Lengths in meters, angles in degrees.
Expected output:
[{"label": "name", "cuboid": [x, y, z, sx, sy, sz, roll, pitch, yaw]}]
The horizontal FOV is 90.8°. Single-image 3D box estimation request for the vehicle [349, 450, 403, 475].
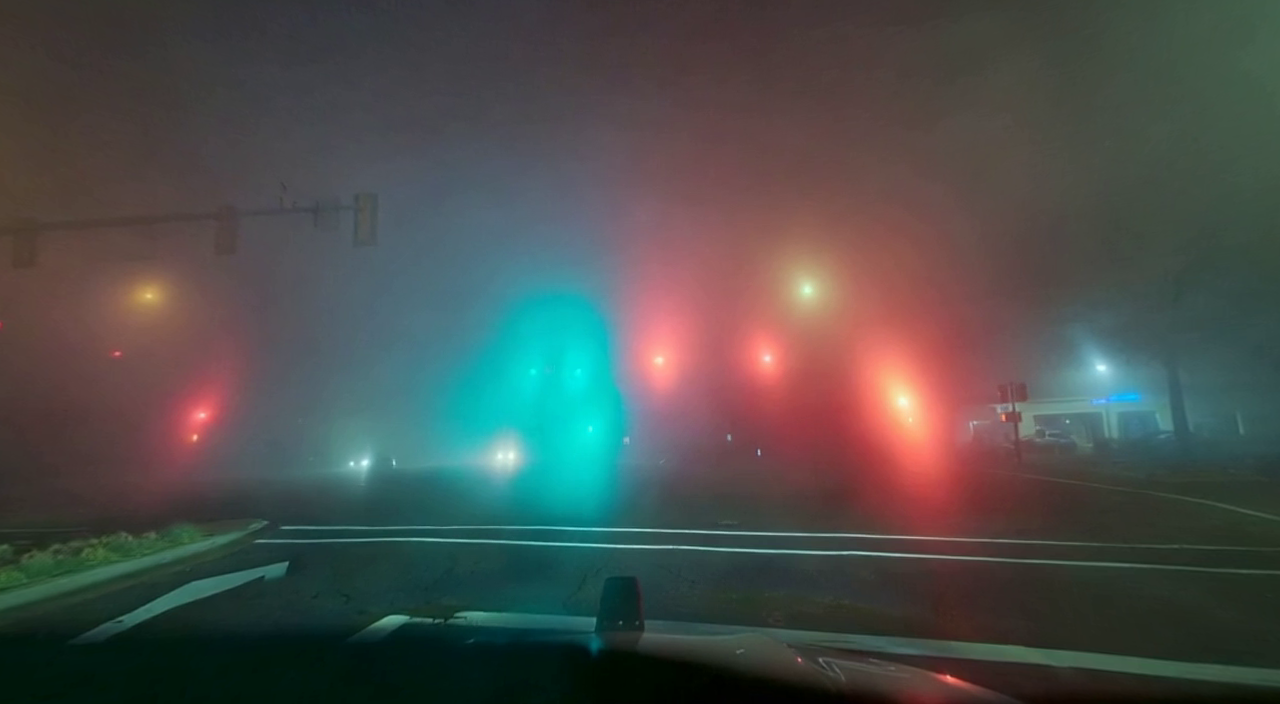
[{"label": "vehicle", "cuboid": [-18.823, 7.848, 45.226, 1.933, 1.664, 4.255, 0, -9, 1]}]
